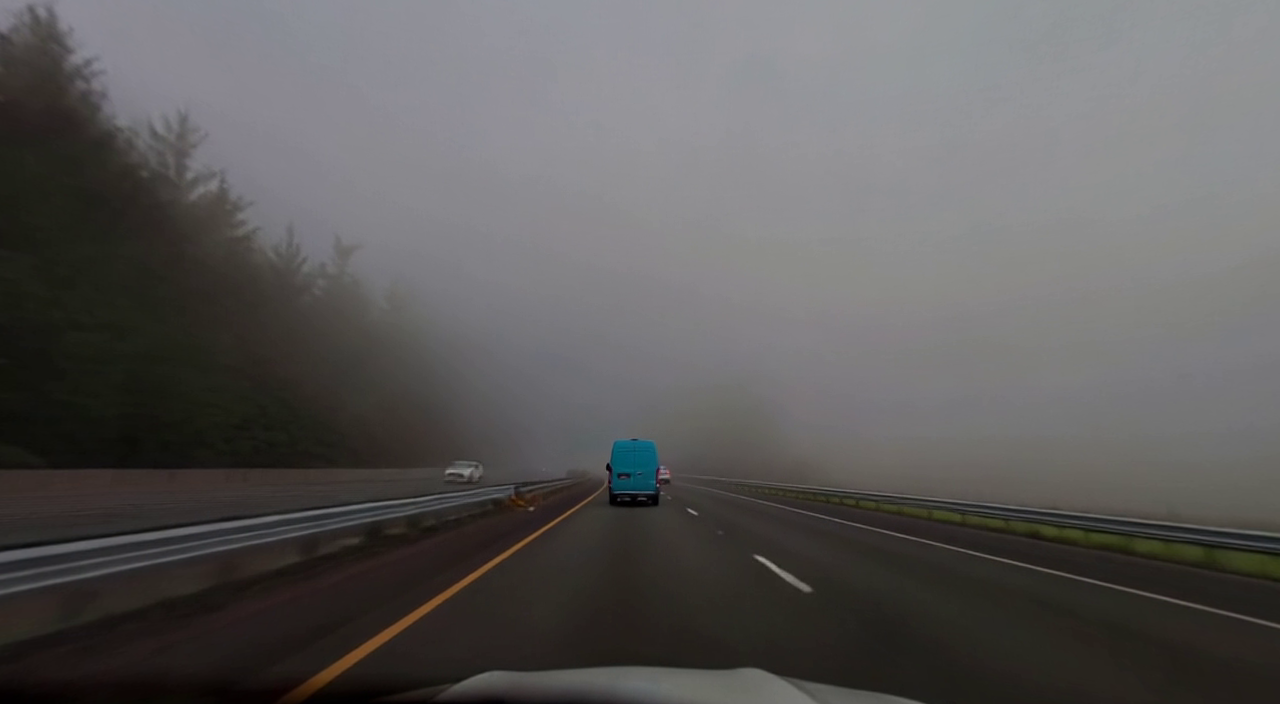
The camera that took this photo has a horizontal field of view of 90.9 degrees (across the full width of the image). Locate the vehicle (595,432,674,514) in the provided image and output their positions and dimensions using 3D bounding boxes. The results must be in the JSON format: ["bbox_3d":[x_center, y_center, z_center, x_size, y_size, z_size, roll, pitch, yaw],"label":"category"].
[{"bbox_3d":[-0.285,4.246,22.412,2.375,2.432,6.161,2,-10,-2],"label":"vehicle"}]
